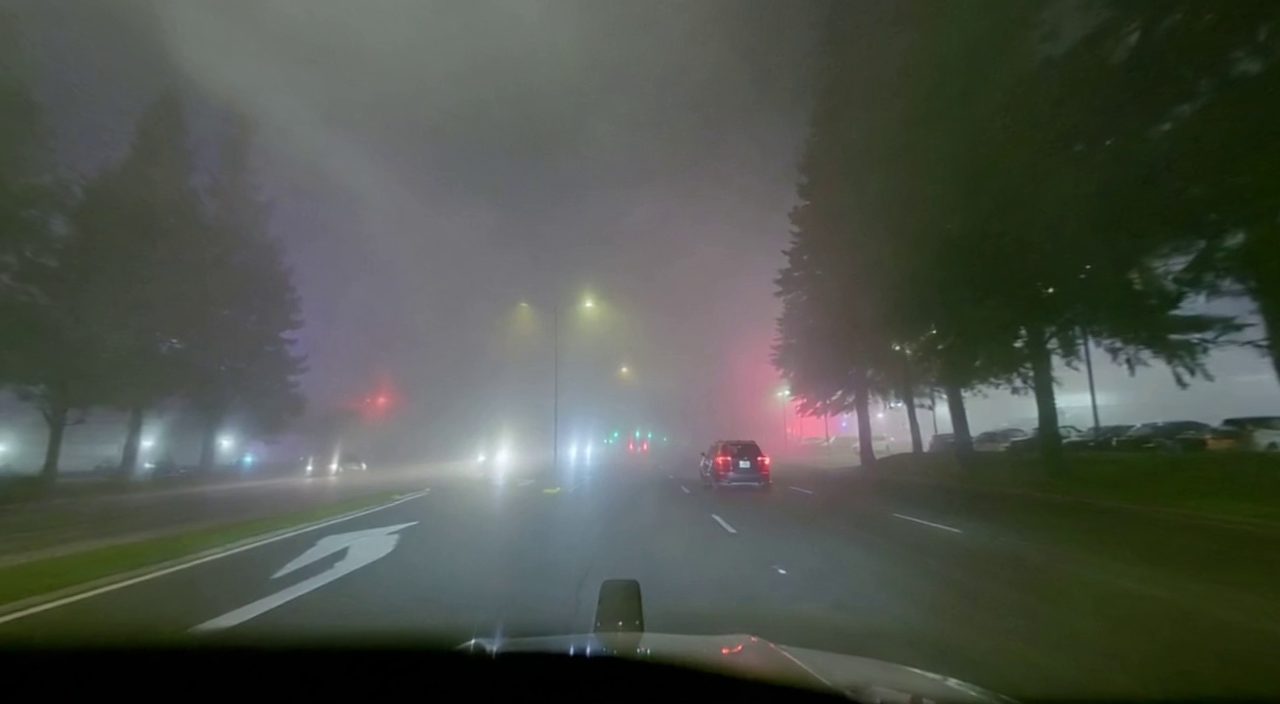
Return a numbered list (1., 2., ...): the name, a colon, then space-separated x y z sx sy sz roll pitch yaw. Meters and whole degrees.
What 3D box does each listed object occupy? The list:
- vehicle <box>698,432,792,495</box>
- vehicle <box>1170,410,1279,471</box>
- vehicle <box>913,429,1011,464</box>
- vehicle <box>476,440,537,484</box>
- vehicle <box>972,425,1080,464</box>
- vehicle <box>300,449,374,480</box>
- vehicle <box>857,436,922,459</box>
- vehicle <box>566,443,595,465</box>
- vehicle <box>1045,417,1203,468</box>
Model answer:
1. vehicle: 3.051 3.349 19.323 1.963 1.677 4.229 0 -8 -2
2. vehicle: 17.926 2.451 17.632 1.950 1.594 4.625 -1 -9 -5
3. vehicle: 16.967 5.043 33.671 2.280 1.699 5.098 0 -8 -4
4. vehicle: -5.370 4.285 24.955 2.053 1.555 4.296 2 -9 -15
5. vehicle: 17.210 4.192 28.517 1.779 1.505 4.847 -2 -9 0
6. vehicle: -17.058 6.344 35.845 1.947 1.504 4.672 -3 -8 0
7. vehicle: 18.707 7.147 47.367 4.524 1.653 2.109 5 -10 -30
8. vehicle: -4.401 7.477 46.240 1.905 1.471 4.302 -1 -9 -8
9. vehicle: 17.391 3.322 23.096 1.889 1.656 4.693 0 -8 -2
